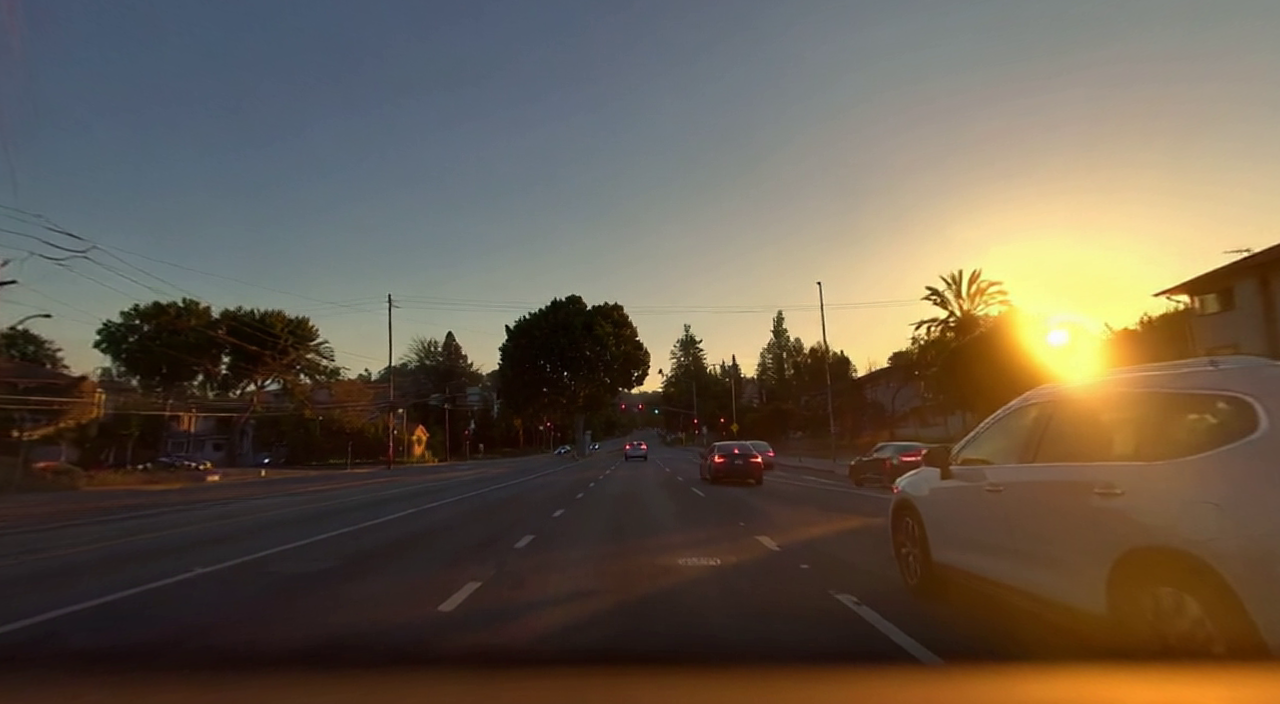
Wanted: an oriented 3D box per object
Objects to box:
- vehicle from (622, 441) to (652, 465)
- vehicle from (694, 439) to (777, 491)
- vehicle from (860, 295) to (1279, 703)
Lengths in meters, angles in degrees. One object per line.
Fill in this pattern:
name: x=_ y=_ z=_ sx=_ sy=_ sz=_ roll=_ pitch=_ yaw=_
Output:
vehicle: x=-0.223 y=7.664 z=47.838 sx=2.146 sy=1.685 sz=4.003 roll=0 pitch=-9 yaw=-1
vehicle: x=2.912 y=3.559 z=20.123 sx=1.889 sy=1.451 sz=4.180 roll=0 pitch=-9 yaw=-1
vehicle: x=3.126 y=0.927 z=3.481 sx=2.129 sy=1.761 sz=4.610 roll=0 pitch=-9 yaw=0
